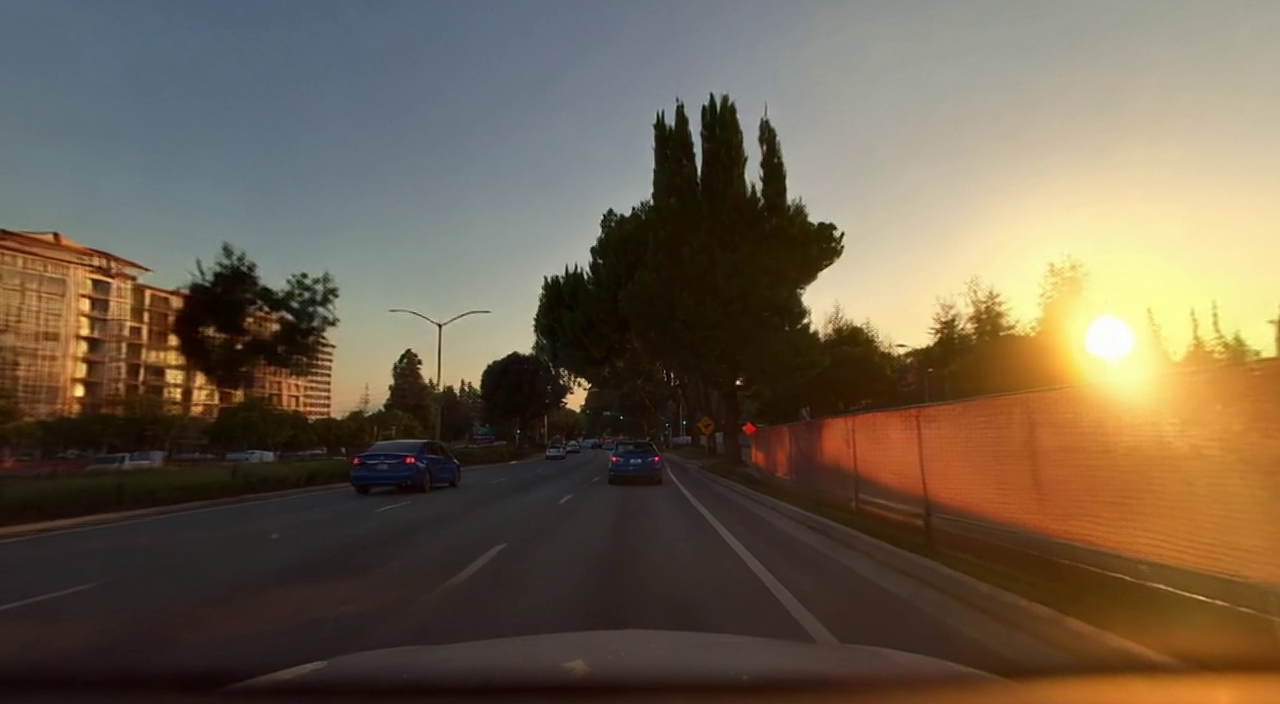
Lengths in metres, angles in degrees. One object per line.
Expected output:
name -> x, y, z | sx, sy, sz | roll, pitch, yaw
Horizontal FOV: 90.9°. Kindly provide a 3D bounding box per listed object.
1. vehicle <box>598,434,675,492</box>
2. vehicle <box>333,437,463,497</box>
vehicle -> -0.138, 3.528, 20.379 | 2.227, 1.654, 4.091 | 0, -9, -1
vehicle -> -6.735, 3.243, 18.137 | 1.877, 1.479, 4.430 | 0, -9, 1
